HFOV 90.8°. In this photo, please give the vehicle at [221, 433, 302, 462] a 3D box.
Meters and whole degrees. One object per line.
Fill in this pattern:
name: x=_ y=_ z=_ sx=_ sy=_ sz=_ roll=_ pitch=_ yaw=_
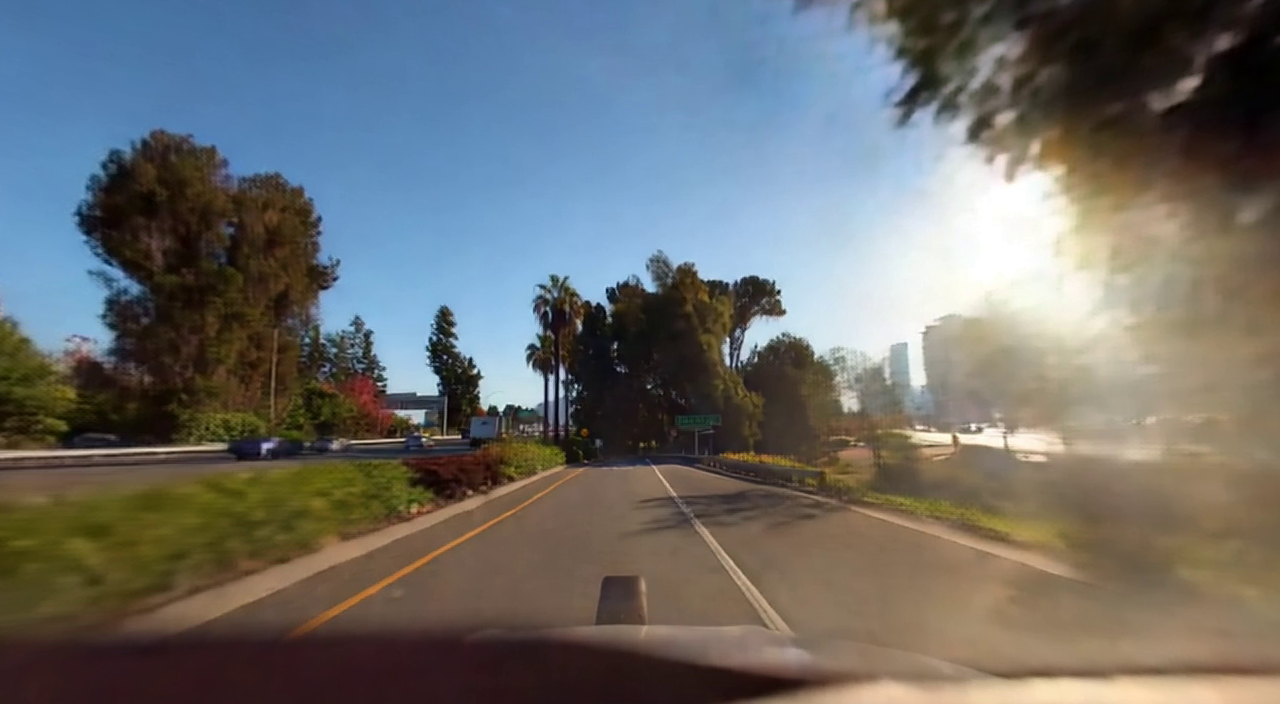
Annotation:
vehicle: x=-21.229 y=5.356 z=35.640 sx=1.933 sy=1.496 sz=4.516 roll=0 pitch=-8 yaw=-3
